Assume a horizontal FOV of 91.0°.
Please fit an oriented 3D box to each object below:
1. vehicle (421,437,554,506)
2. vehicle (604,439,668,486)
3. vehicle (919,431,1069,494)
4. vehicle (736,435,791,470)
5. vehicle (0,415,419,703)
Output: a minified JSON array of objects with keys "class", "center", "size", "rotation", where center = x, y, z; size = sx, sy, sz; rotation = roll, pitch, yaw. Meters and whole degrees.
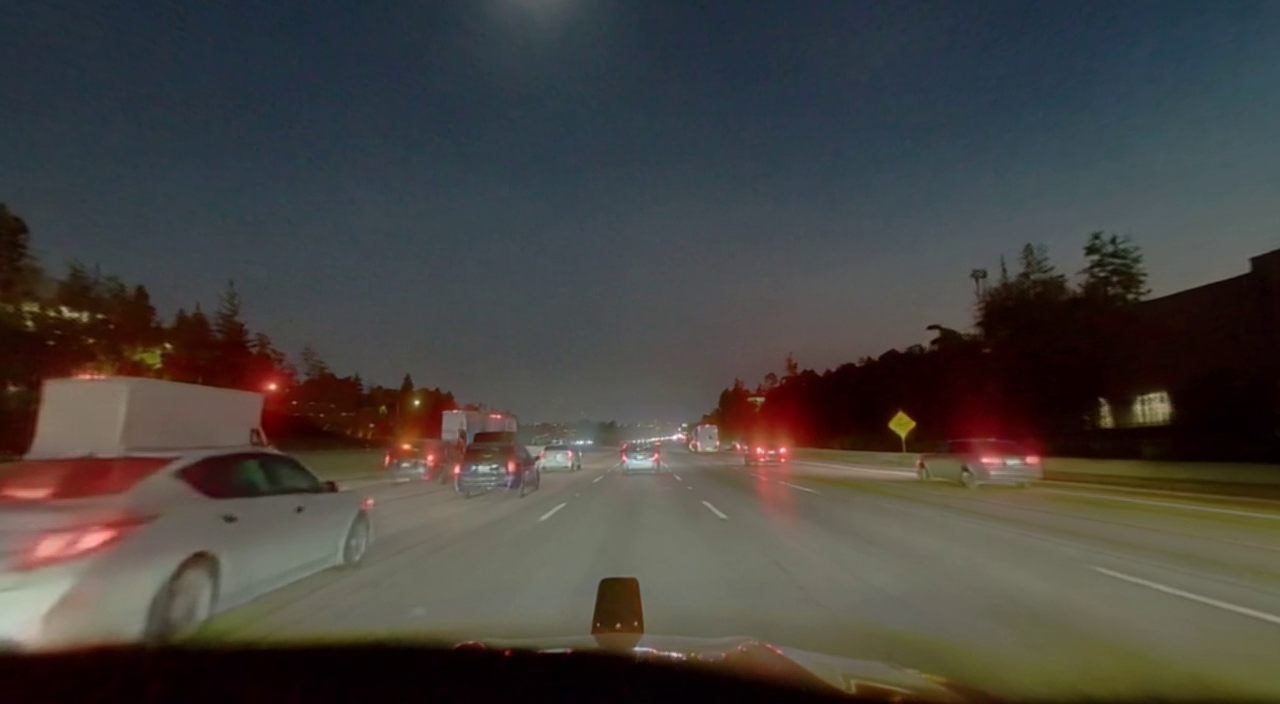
[{"class":"vehicle","center":[-3.589,2.926,15.820],"size":[2.098,1.463,4.578],"rotation":[0,-9,1]},{"class":"vehicle","center":[-0.140,3.814,21.998],"size":[2.053,1.461,3.941],"rotation":[0,-9,0]},{"class":"vehicle","center":[10.231,3.232,18.623],"size":[2.066,1.629,3.945],"rotation":[0,-9,-1]},{"class":"vehicle","center":[6.482,5.341,33.560],"size":[1.992,1.745,4.329],"rotation":[0,-9,-1]},{"class":"vehicle","center":[-3.591,1.357,5.122],"size":[2.025,1.449,4.190],"rotation":[0,-9,0]}]
